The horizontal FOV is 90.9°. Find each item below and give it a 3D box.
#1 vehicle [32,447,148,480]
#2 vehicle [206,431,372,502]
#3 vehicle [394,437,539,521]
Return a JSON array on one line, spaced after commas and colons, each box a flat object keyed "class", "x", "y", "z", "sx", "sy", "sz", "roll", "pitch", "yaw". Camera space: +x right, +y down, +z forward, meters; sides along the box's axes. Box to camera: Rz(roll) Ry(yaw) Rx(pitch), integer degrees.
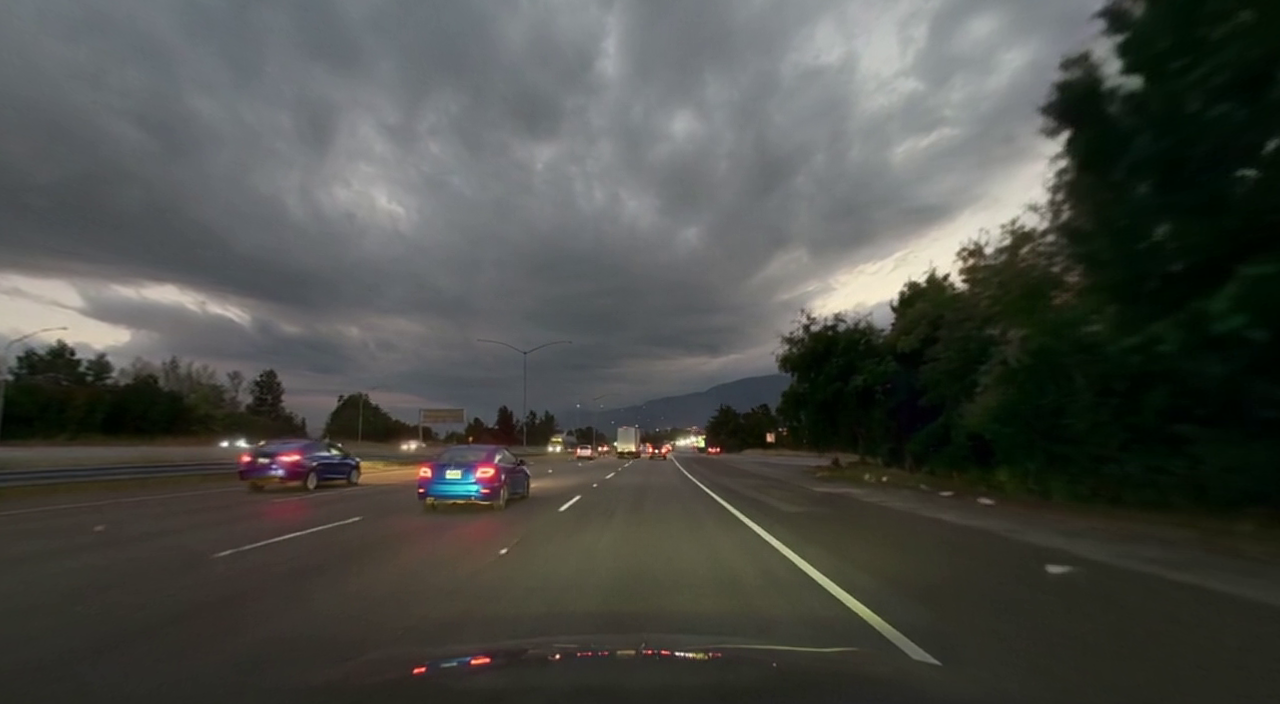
[{"class": "vehicle", "x": -28.222, "y": 5.698, "z": 32.571, "sx": 1.876, "sy": 1.564, "sz": 4.457, "roll": -1, "pitch": -8, "yaw": 1}, {"class": "vehicle", "x": -10.328, "y": 3.388, "z": 19.175, "sx": 2.044, "sy": 1.810, "sz": 5.016, "roll": -1, "pitch": -8, "yaw": 2}, {"class": "vehicle", "x": -3.498, "y": 2.603, "z": 13.481, "sx": 1.953, "sy": 1.511, "sz": 3.704, "roll": -1, "pitch": -8, "yaw": 1}]
